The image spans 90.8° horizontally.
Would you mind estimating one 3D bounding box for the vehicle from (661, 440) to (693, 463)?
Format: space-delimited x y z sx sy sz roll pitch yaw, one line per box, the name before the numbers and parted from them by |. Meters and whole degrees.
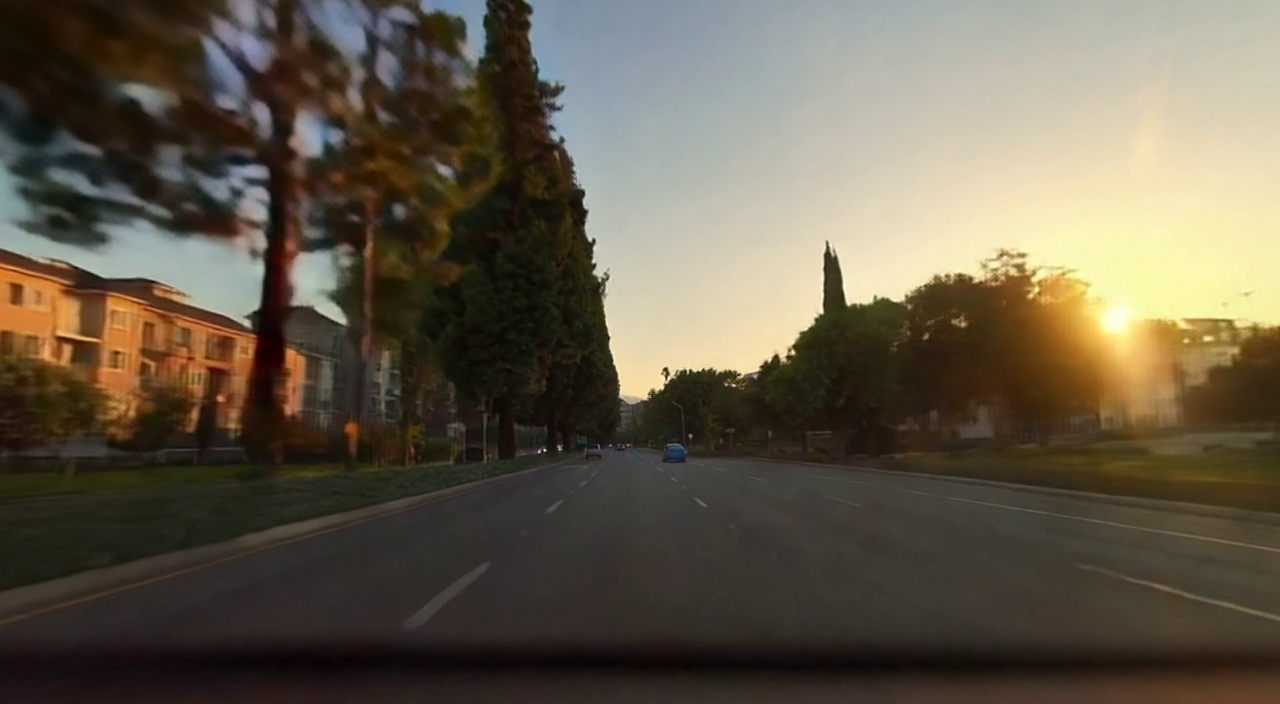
vehicle | 2.833 7.751 49.429 2.072 1.696 4.177 1 -8 -2
